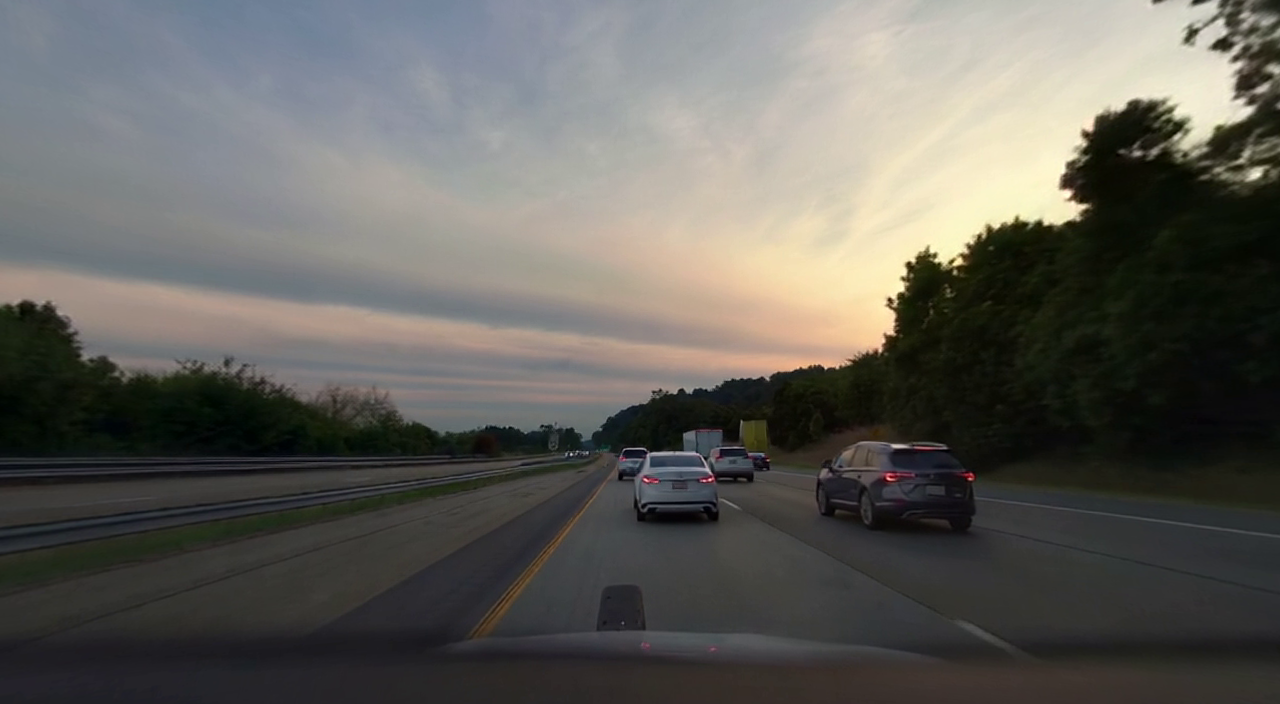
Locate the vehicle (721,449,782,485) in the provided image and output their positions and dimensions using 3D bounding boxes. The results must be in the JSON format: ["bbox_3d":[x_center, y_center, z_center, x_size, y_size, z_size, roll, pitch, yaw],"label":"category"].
[{"bbox_3d":[5.032,5.220,28.987,1.908,1.500,4.157,0,-9,-2],"label":"vehicle"}]

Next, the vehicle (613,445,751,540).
[{"bbox_3d":[0.611,2.441,11.532,2.094,1.426,3.725,0,-9,-1],"label":"vehicle"}]

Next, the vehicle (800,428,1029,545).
[{"bbox_3d":[4.563,2.302,11.453,1.998,1.657,4.604,0,-9,-1],"label":"vehicle"}]
